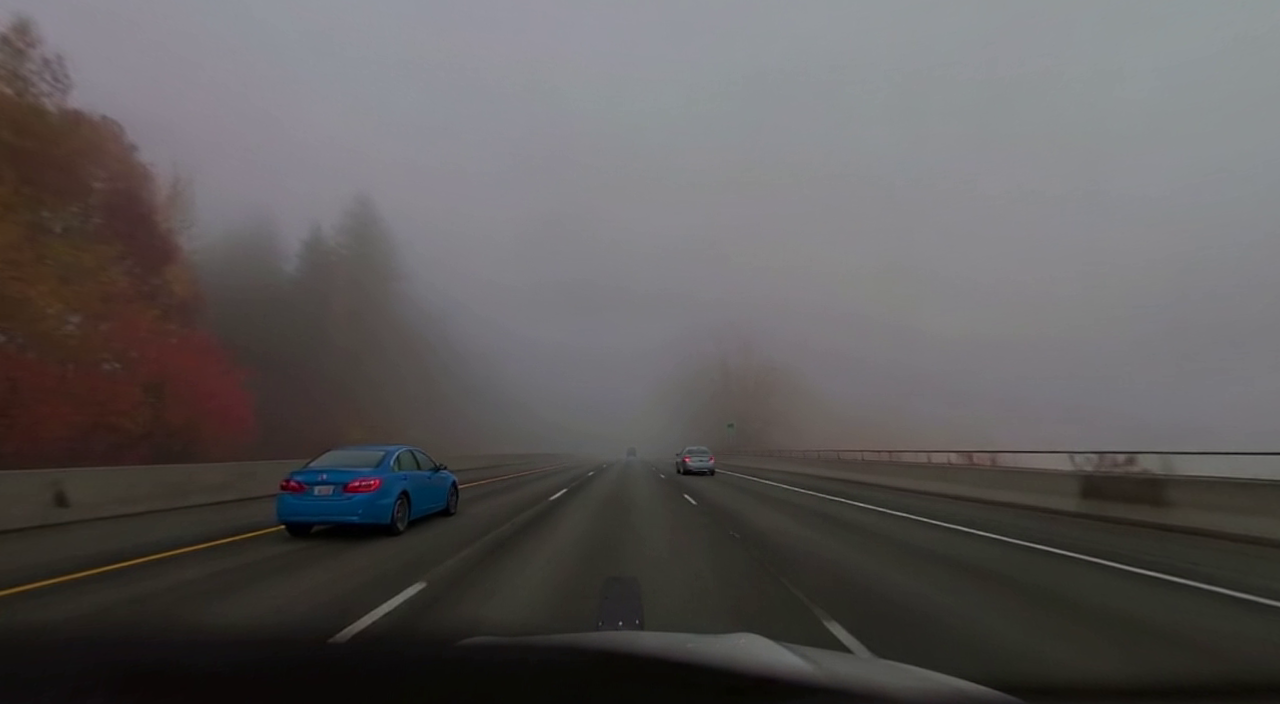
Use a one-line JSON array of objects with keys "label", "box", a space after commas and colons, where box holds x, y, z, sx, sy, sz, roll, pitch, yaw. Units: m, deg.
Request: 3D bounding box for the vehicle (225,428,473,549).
[{"label": "vehicle", "box": [-4.366, 2.108, 10.420, 2.010, 1.550, 4.376, 0, -9, 0]}]

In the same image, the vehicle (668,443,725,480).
[{"label": "vehicle", "box": [2.614, 5.201, 30.238, 2.146, 1.573, 4.661, 0, -9, -2]}]
